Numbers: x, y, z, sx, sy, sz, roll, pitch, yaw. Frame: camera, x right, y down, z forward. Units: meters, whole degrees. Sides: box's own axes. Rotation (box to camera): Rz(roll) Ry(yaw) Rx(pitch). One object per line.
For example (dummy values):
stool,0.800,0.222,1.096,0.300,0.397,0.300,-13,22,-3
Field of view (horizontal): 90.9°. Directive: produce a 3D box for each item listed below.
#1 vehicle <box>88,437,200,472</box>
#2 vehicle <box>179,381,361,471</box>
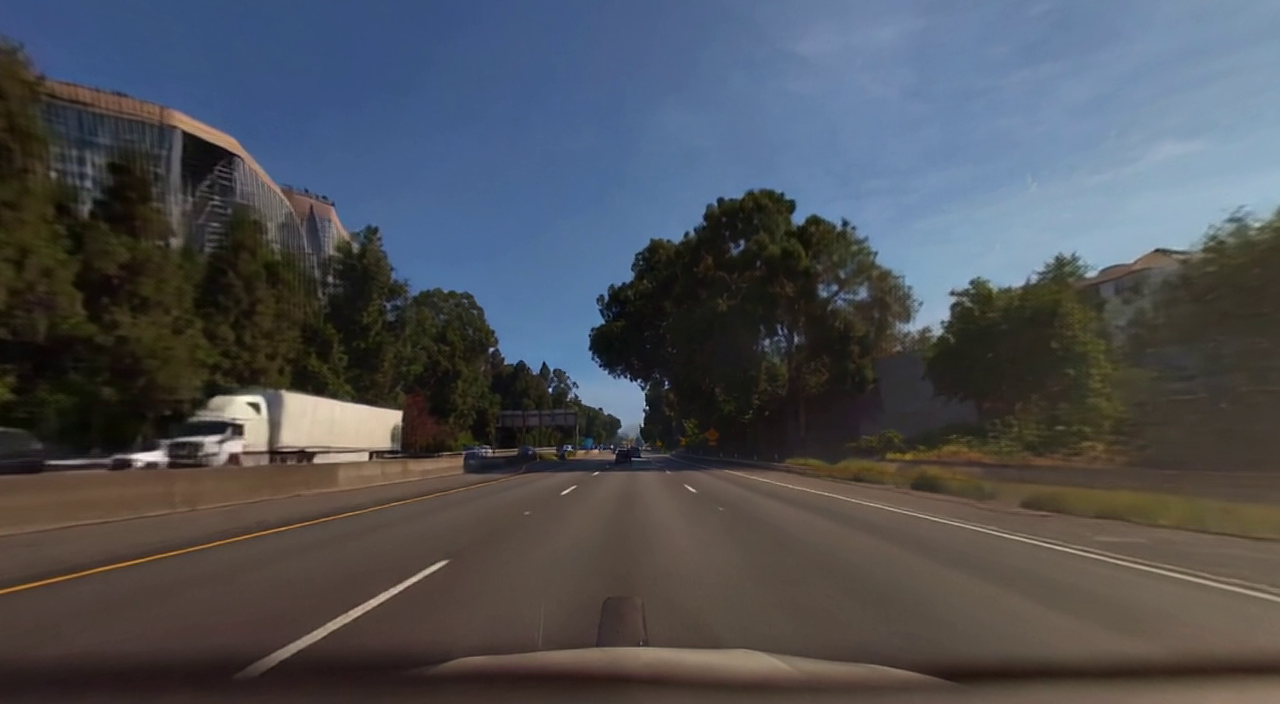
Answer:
vehicle,-24.212,5.021,31.013,1.886,1.573,4.304,-1,-9,2
vehicle,-18.808,4.095,33.451,2.999,3.950,11.072,0,-9,-1
